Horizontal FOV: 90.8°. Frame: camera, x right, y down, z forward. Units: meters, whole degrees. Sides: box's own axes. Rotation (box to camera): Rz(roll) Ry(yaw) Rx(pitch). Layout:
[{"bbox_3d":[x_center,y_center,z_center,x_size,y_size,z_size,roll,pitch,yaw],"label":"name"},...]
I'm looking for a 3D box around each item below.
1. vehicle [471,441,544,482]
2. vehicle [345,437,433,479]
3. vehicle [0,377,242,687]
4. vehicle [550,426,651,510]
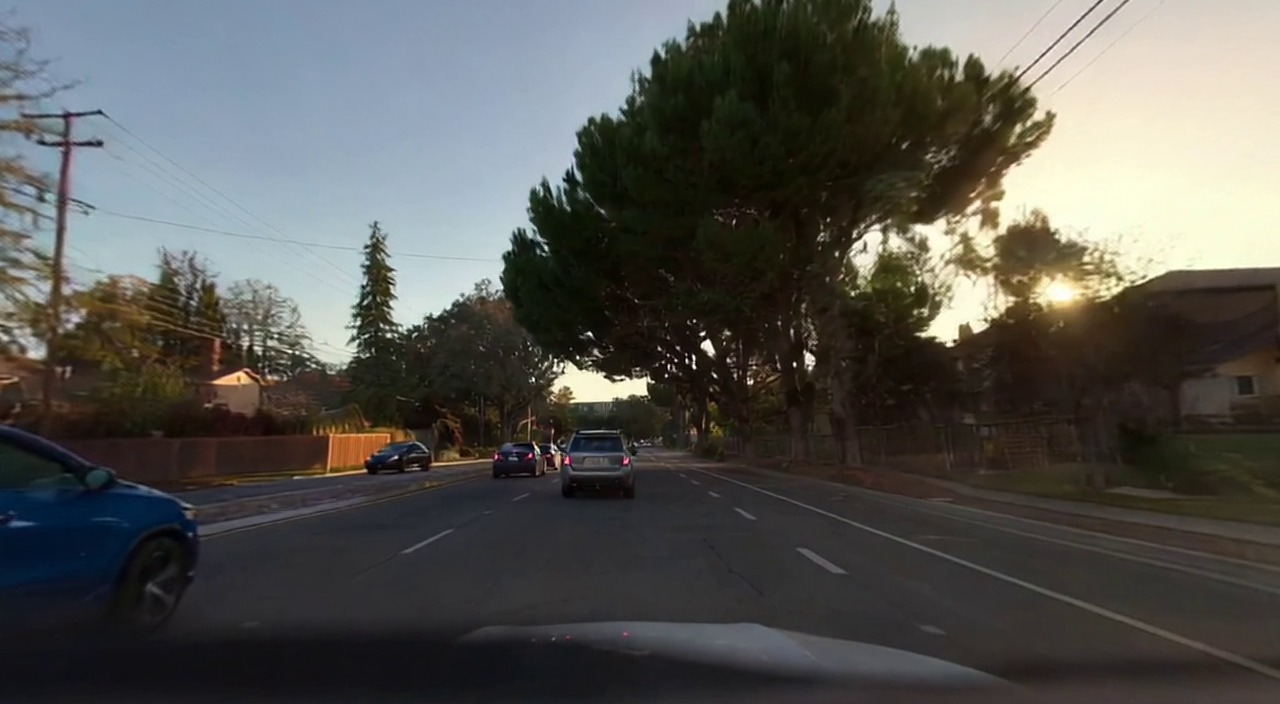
[{"bbox_3d":[-5.311,4.446,25.980,2.014,1.493,4.658,0,-8,0],"label":"vehicle"},{"bbox_3d":[-11.558,4.906,29.526,2.131,1.798,4.902,0,-8,0],"label":"vehicle"},{"bbox_3d":[-4.719,0.977,3.299,2.243,1.722,4.621,0,-8,0],"label":"vehicle"},{"bbox_3d":[-0.867,2.776,15.599,2.131,1.761,4.242,0,-8,-1],"label":"vehicle"}]
